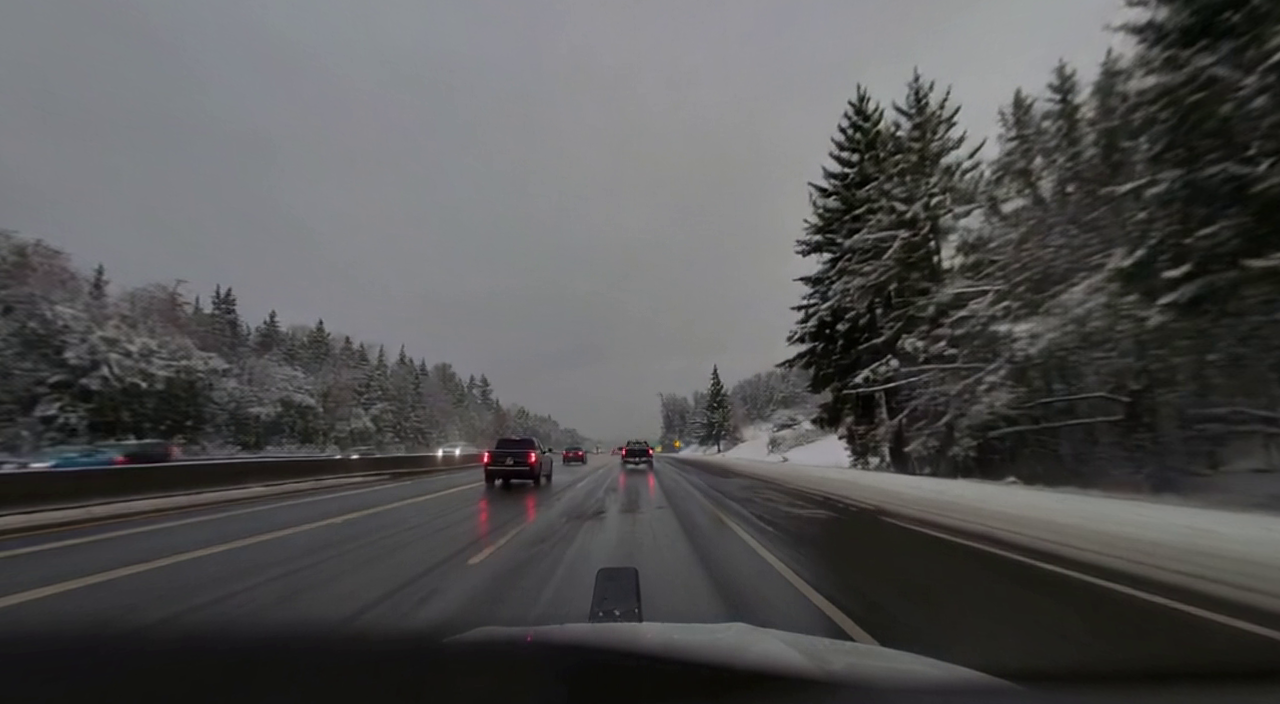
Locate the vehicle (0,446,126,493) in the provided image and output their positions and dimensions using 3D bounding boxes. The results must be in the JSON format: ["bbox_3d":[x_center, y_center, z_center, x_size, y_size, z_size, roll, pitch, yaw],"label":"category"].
[{"bbox_3d":[-20.957,4.051,22.189,1.869,1.452,4.628,0,-9,0],"label":"vehicle"}]

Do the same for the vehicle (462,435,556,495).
[{"bbox_3d":[-4.062,3.574,20.391,2.044,1.717,4.421,0,-9,1],"label":"vehicle"}]

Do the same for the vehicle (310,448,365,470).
[{"bbox_3d":[-21.348,7.520,44.715,1.822,1.467,4.062,0,-9,1],"label":"vehicle"}]

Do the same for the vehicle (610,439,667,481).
[{"bbox_3d":[-0.103,4.900,28.944,2.378,1.750,4.355,0,-9,-1],"label":"vehicle"}]

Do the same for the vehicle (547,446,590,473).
[{"bbox_3d":[-4.201,6.389,37.820,2.084,1.528,4.094,0,-9,0],"label":"vehicle"}]
